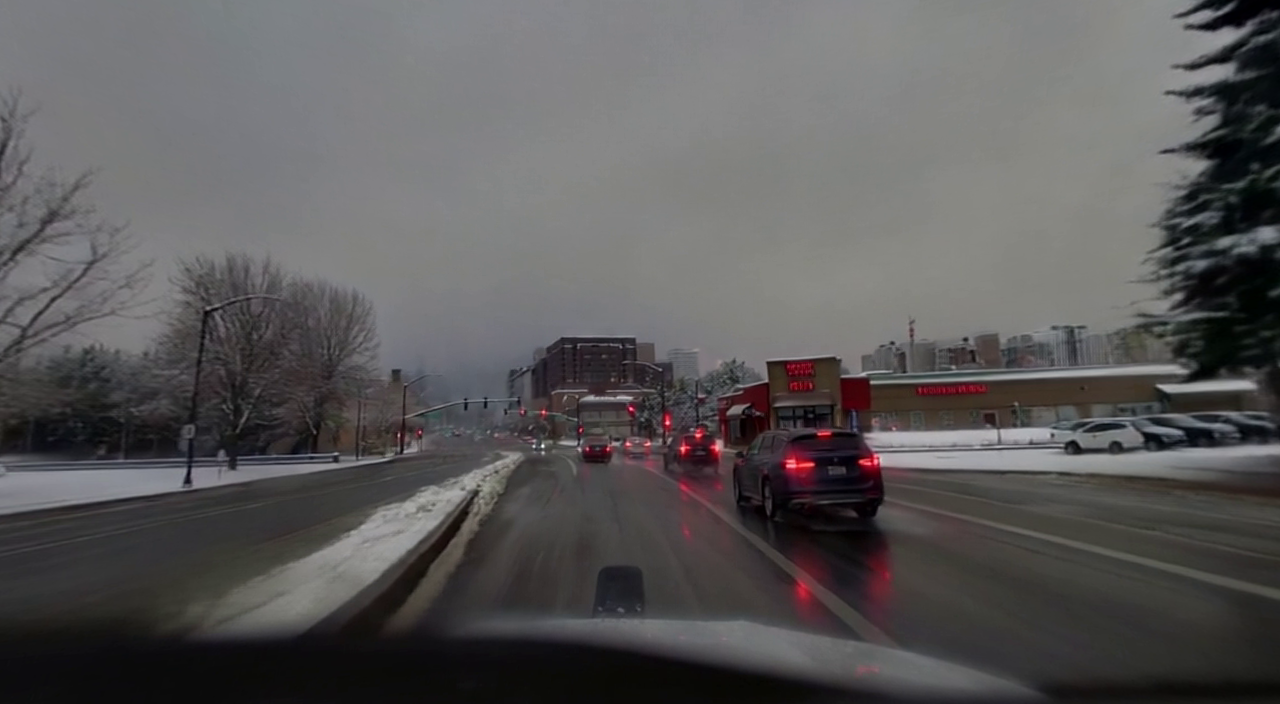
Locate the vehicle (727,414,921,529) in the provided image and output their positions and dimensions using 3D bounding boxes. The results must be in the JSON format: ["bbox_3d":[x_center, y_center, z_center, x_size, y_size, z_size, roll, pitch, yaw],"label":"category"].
[{"bbox_3d":[2.942,1.993,11.160,1.966,1.596,3.980,-1,-8,-4],"label":"vehicle"}]

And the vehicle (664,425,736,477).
[{"bbox_3d":[2.228,3.846,24.761,2.046,1.768,4.370,-1,-8,-5],"label":"vehicle"}]

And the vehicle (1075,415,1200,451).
[{"bbox_3d":[28.005,4.605,35.702,5.103,1.947,2.207,0,-8,0],"label":"vehicle"}]

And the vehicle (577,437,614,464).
[{"bbox_3d":[-2.758,6.003,38.674,2.068,1.512,3.987,1,-9,-7],"label":"vehicle"}]

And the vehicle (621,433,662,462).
[{"bbox_3d":[0.037,6.500,43.335,2.216,1.750,4.520,-1,-7,-8],"label":"vehicle"}]
